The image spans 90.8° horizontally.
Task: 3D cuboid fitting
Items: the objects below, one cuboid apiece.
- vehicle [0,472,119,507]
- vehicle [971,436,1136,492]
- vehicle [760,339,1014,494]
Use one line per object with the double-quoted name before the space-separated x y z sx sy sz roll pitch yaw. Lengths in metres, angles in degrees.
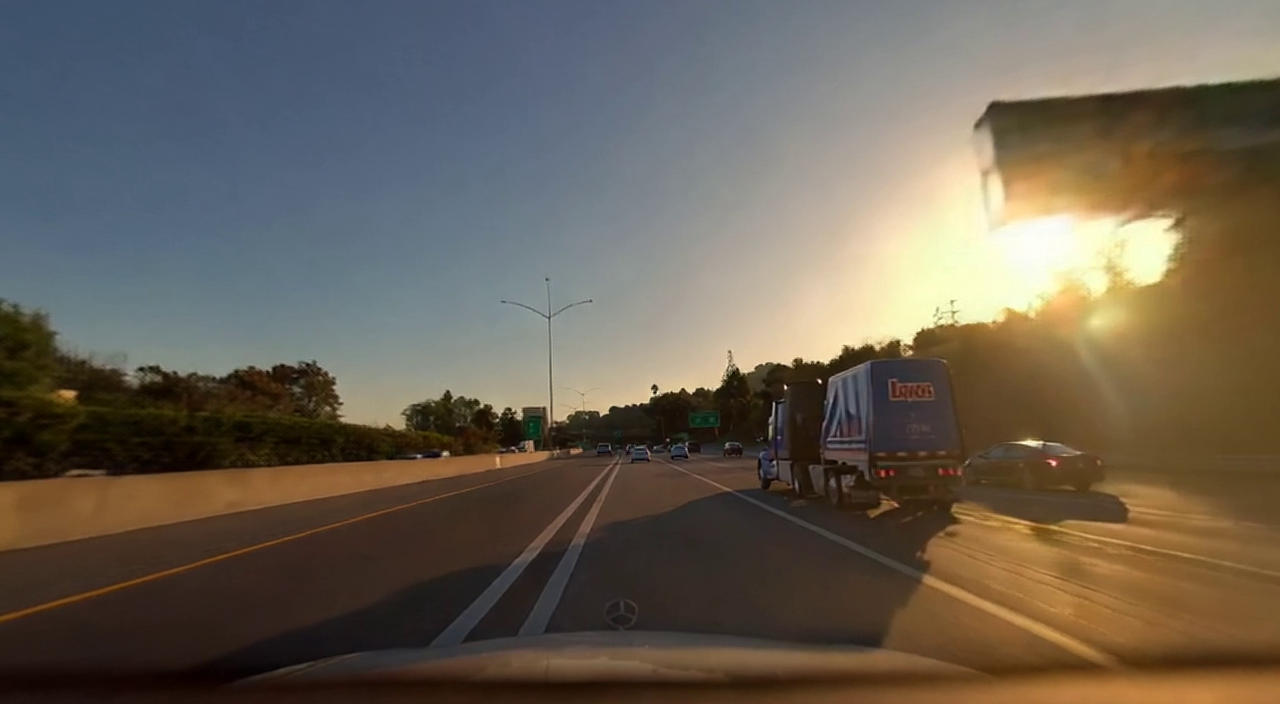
"vehicle" -30.337 7.138 33.115 1.948 1.479 4.914 0 -9 -1
"vehicle" 12.151 3.323 19.020 1.862 1.462 4.459 0 -9 -2
"vehicle" 8.108 2.925 25.049 2.892 4.128 16.495 0 -9 -2
